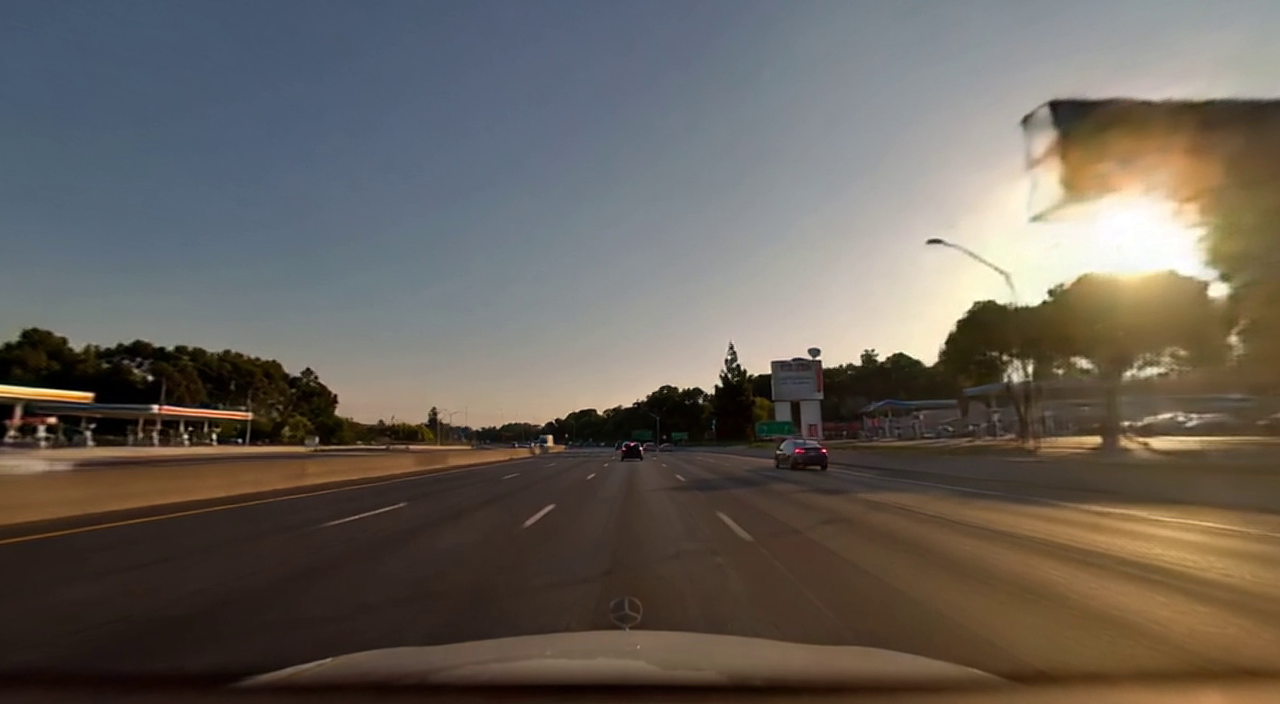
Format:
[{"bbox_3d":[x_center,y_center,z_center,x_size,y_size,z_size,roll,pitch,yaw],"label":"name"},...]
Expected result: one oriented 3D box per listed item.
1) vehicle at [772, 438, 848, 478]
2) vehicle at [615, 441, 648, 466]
[{"bbox_3d":[6.692,4.218,25.336,1.867,1.463,4.295,0,-8,0],"label":"vehicle"},{"bbox_3d":[-0.564,6.373,39.841,1.999,1.473,4.351,0,-8,-1],"label":"vehicle"}]
